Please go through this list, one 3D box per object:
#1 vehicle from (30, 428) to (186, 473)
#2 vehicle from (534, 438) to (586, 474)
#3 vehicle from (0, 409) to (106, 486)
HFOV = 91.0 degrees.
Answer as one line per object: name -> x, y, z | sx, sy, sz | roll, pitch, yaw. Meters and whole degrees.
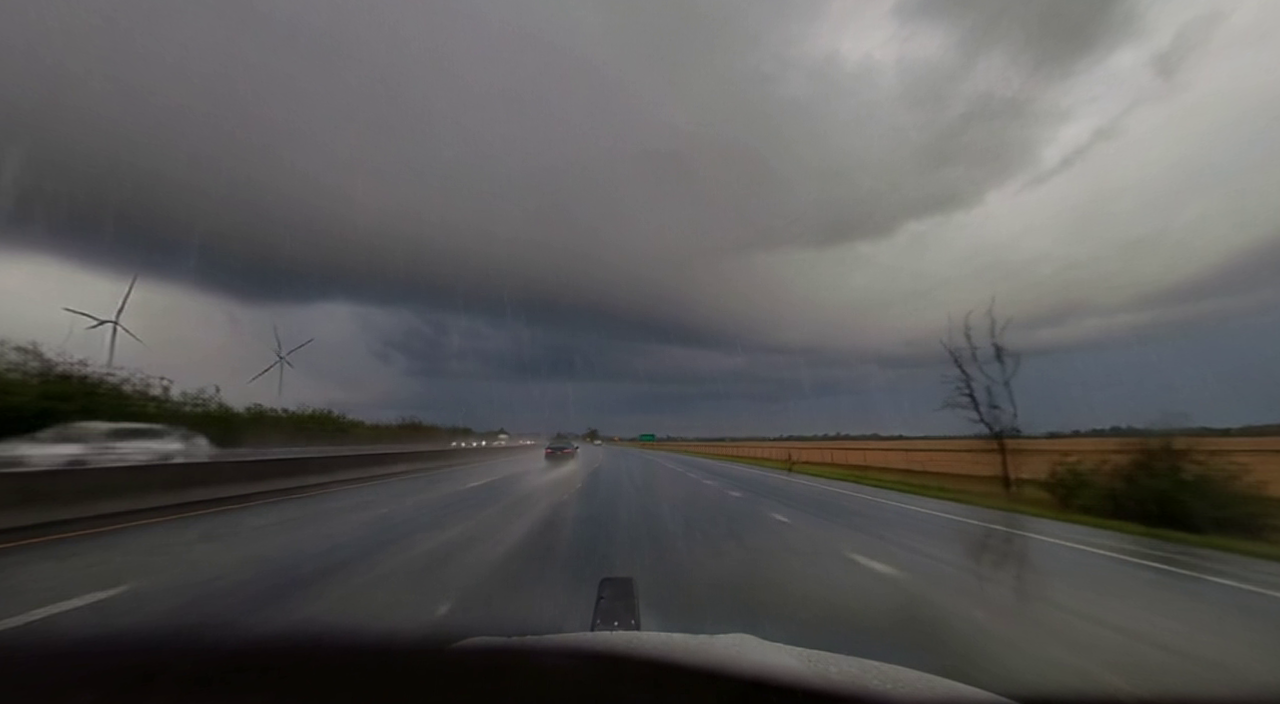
vehicle -> -19.203, 3.567, 23.076 | 1.788, 1.453, 4.611 | 0, -8, -2
vehicle -> -3.767, 4.952, 30.293 | 2.053, 1.549, 4.097 | 0, -8, -2
vehicle -> -15.369, 2.205, 14.485 | 2.223, 1.682, 4.489 | 0, -8, -1
